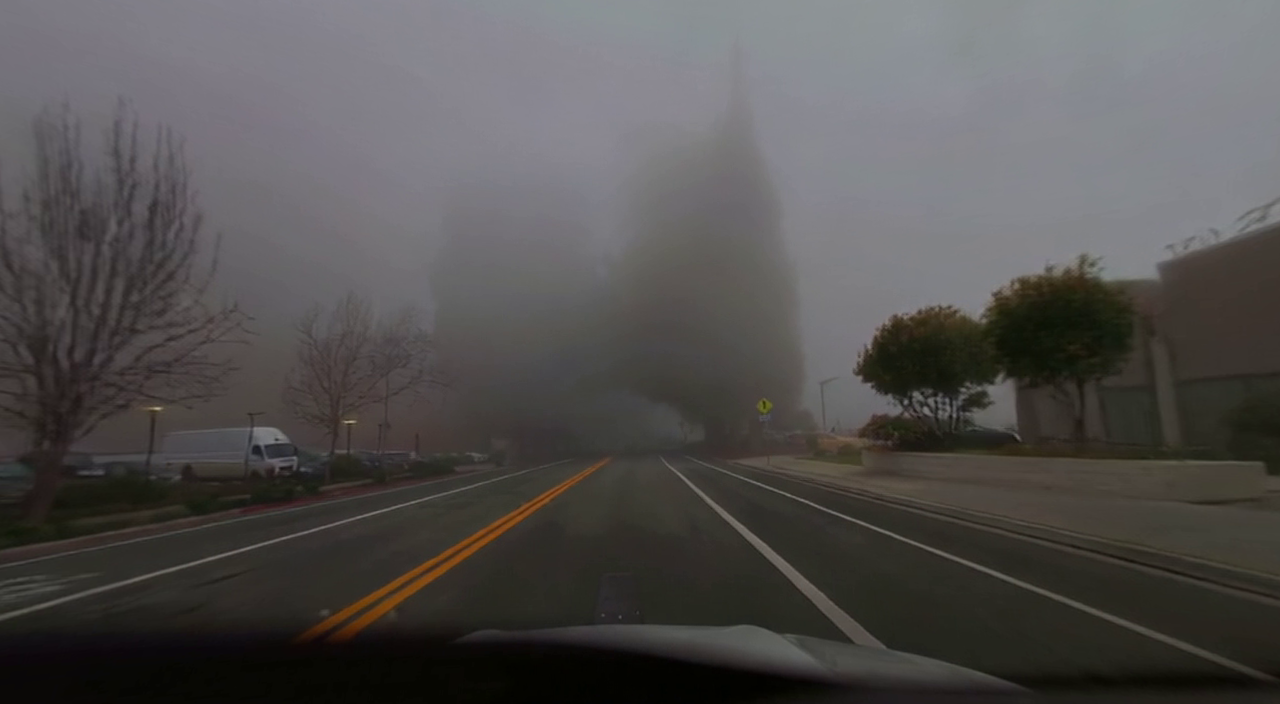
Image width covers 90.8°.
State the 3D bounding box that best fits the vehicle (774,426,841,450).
[{"bbox_3d":[12.985,6.705,49.016,4.632,1.701,1.975,-5,-10,28],"label":"vehicle"}]

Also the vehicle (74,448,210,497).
[{"bbox_3d":[-19.118,4.547,24.246,4.686,1.716,2.017,-4,-9,24],"label":"vehicle"}]

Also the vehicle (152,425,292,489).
[{"bbox_3d":[-19.425,4.844,29.353,5.971,2.749,2.293,-4,-9,23],"label":"vehicle"}]
